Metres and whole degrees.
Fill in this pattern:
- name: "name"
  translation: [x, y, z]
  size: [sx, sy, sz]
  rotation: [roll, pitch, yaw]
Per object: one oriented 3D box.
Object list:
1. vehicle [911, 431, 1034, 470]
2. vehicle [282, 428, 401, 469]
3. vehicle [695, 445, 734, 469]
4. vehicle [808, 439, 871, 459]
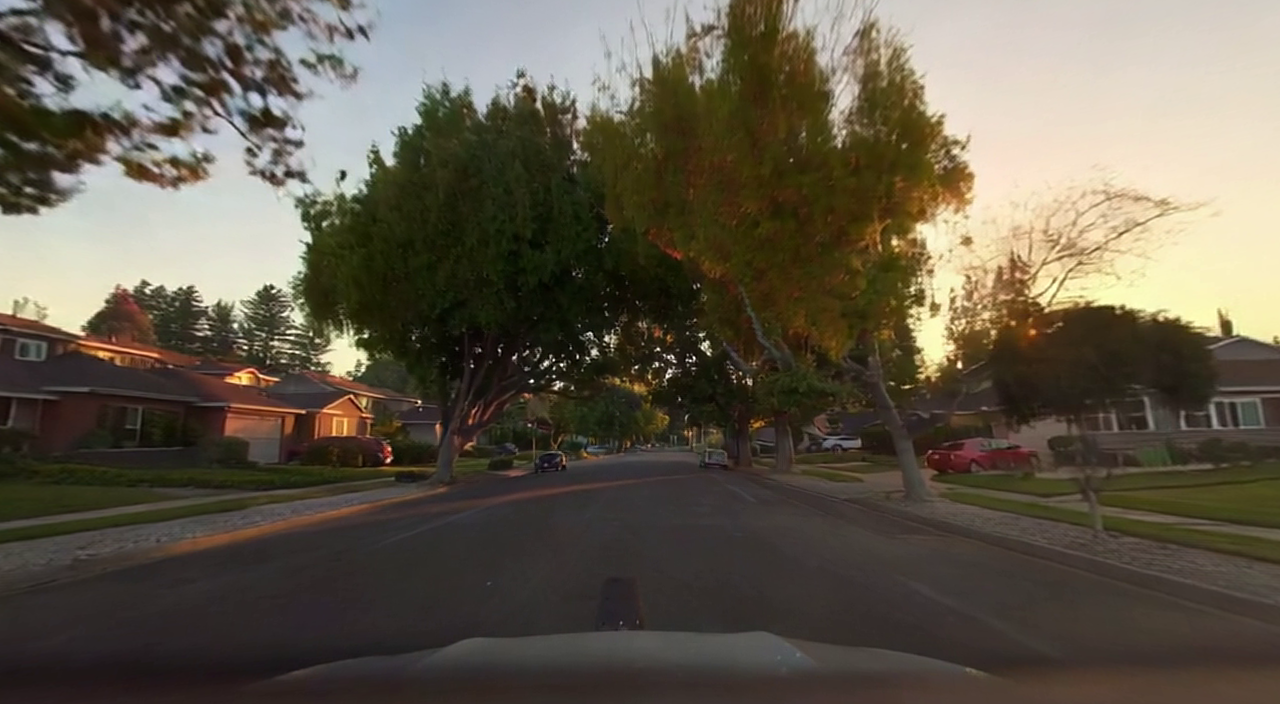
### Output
- name: "vehicle"
  translation: [14.372, 4.224, 27.430]
  size: [4.391, 1.555, 1.953]
  rotation: [1, -7, -11]
- name: "vehicle"
  translation: [-15.231, 4.979, 32.380]
  size: [5.003, 1.805, 2.041]
  rotation: [10, -12, -37]
- name: "vehicle"
  translation: [4.723, 6.695, 40.562]
  size: [1.893, 1.454, 4.219]
  rotation: [0, -8, -1]
- name: "vehicle"
  translation: [15.102, 7.329, 47.814]
  size: [4.517, 1.482, 1.994]
  rotation: [5, -10, -30]
